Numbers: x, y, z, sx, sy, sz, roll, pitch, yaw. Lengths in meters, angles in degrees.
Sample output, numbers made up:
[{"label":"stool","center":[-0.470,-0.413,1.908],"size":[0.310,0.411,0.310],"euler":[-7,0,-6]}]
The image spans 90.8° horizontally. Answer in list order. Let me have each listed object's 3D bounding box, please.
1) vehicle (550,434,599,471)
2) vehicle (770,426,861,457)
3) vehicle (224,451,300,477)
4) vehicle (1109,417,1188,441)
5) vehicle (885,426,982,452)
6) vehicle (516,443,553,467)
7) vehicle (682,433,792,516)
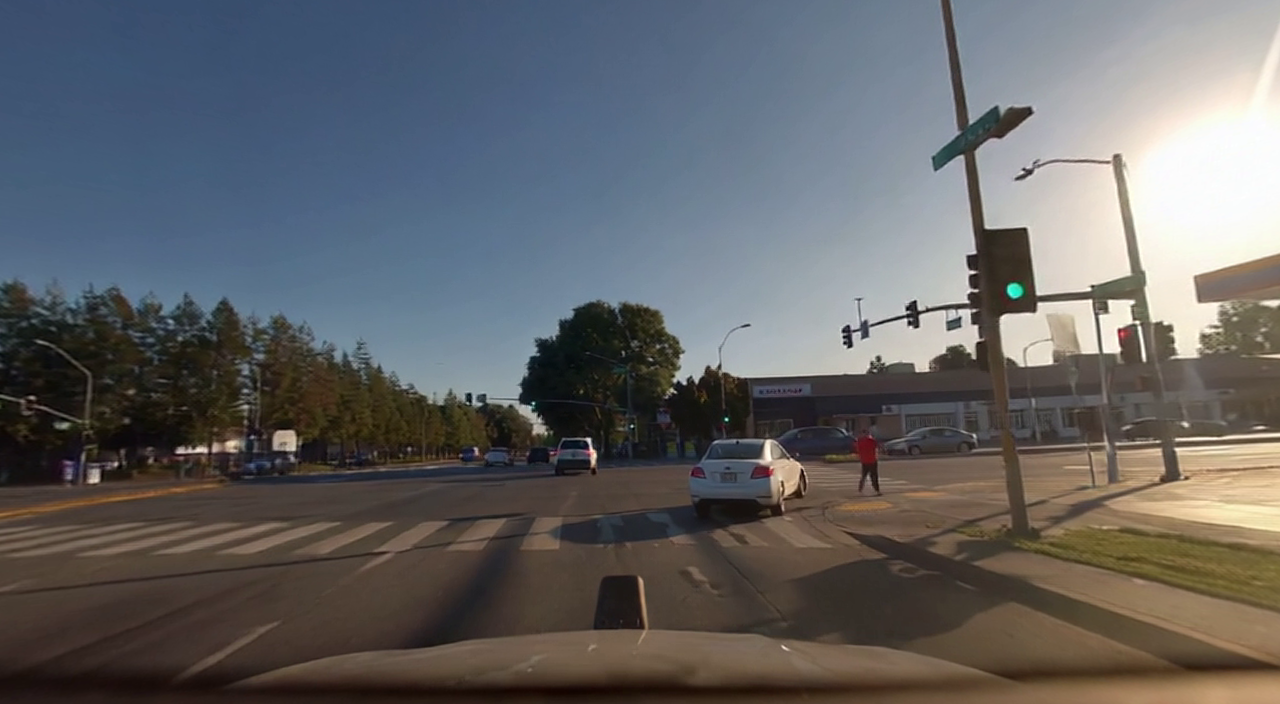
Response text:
[{"label":"vehicle","center":[-3.196,4.971,31.460],"size":[2.210,1.722,4.215],"euler":[0,-8,-4]},{"label":"vehicle","center":[9.898,5.058,35.773],"size":[4.524,1.681,1.823],"euler":[1,-9,-6]},{"label":"vehicle","center":[-25.730,7.625,43.211],"size":[2.376,1.616,4.587],"euler":[0,-9,-1]},{"label":"vehicle","center":[34.991,5.330,43.513],"size":[3.923,1.619,1.817],"euler":[1,-8,-5]},{"label":"vehicle","center":[16.738,4.974,36.162],"size":[4.700,1.417,1.789],"euler":[0,-8,-4]},{"label":"vehicle","center":[-7.051,6.878,42.484],"size":[2.003,1.492,4.291],"euler":[0,-8,-4]},{"label":"vehicle","center":[2.248,2.548,13.721],"size":[1.976,1.462,4.342],"euler":[-2,-9,13]}]
